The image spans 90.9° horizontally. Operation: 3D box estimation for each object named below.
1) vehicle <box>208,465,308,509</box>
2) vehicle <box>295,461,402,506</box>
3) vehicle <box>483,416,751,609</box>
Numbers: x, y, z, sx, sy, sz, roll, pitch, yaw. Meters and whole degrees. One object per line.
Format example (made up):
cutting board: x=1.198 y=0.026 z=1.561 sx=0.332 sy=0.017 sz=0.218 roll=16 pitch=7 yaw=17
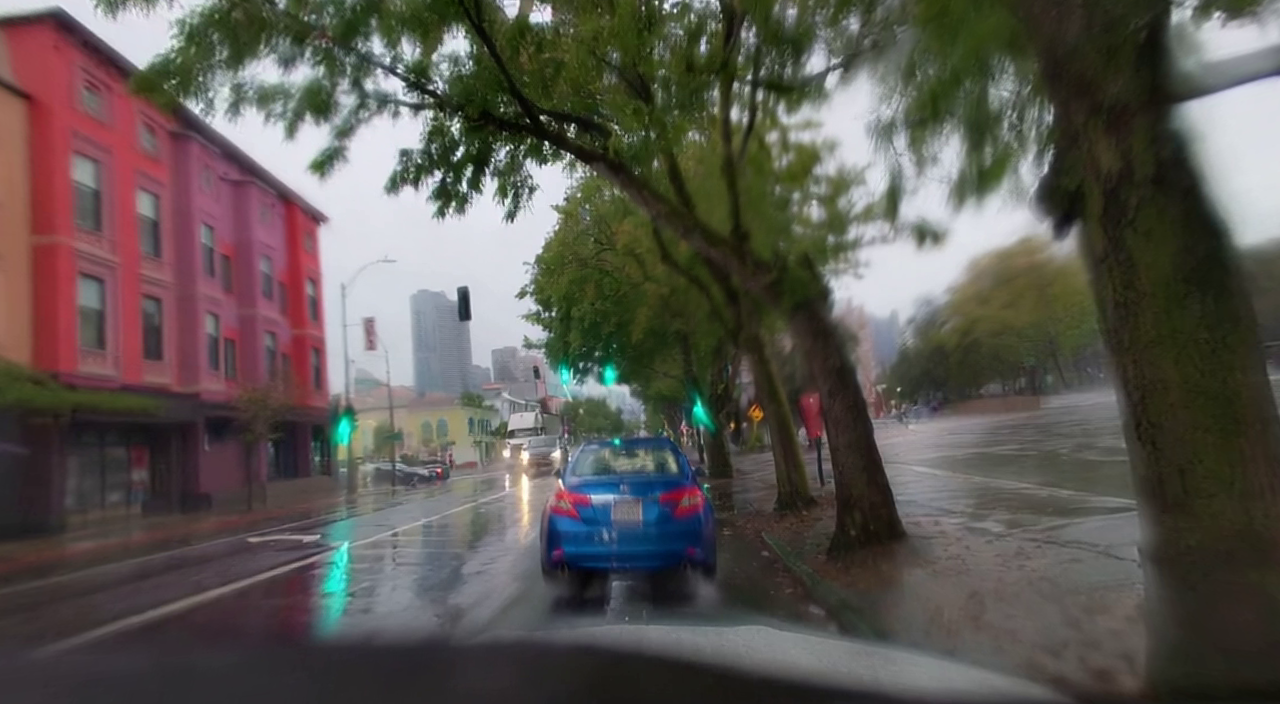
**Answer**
vehicle: x=-17.467 y=6.159 z=28.908 sx=3.516 sy=1.383 sz=1.704 roll=-10 pitch=-10 yaw=1
vehicle: x=-11.249 y=5.081 z=24.719 sx=2.010 sy=1.483 sz=4.324 roll=0 pitch=-8 yaw=1
vehicle: x=-0.087 y=1.540 z=6.949 sx=2.094 sy=1.478 sz=3.922 roll=-1 pitch=-8 yaw=3
